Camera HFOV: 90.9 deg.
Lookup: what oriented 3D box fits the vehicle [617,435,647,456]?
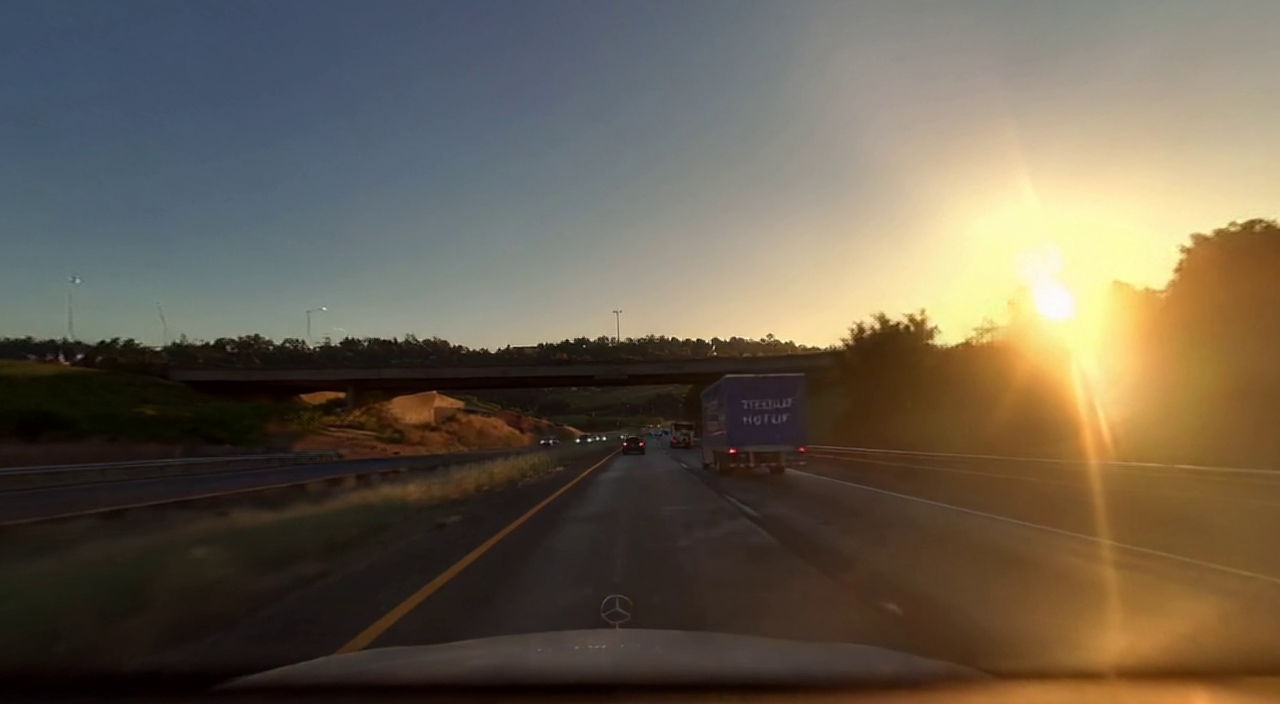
[{"bbox_3d":[-0.555,6.457,43.703,1.996,1.325,4.029,0,-7,0],"label":"vehicle"}]

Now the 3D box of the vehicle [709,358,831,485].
[{"bbox_3d":[3.748,2.080,18.878,2.913,3.491,2.811,0,-7,-1],"label":"vehicle"}]
